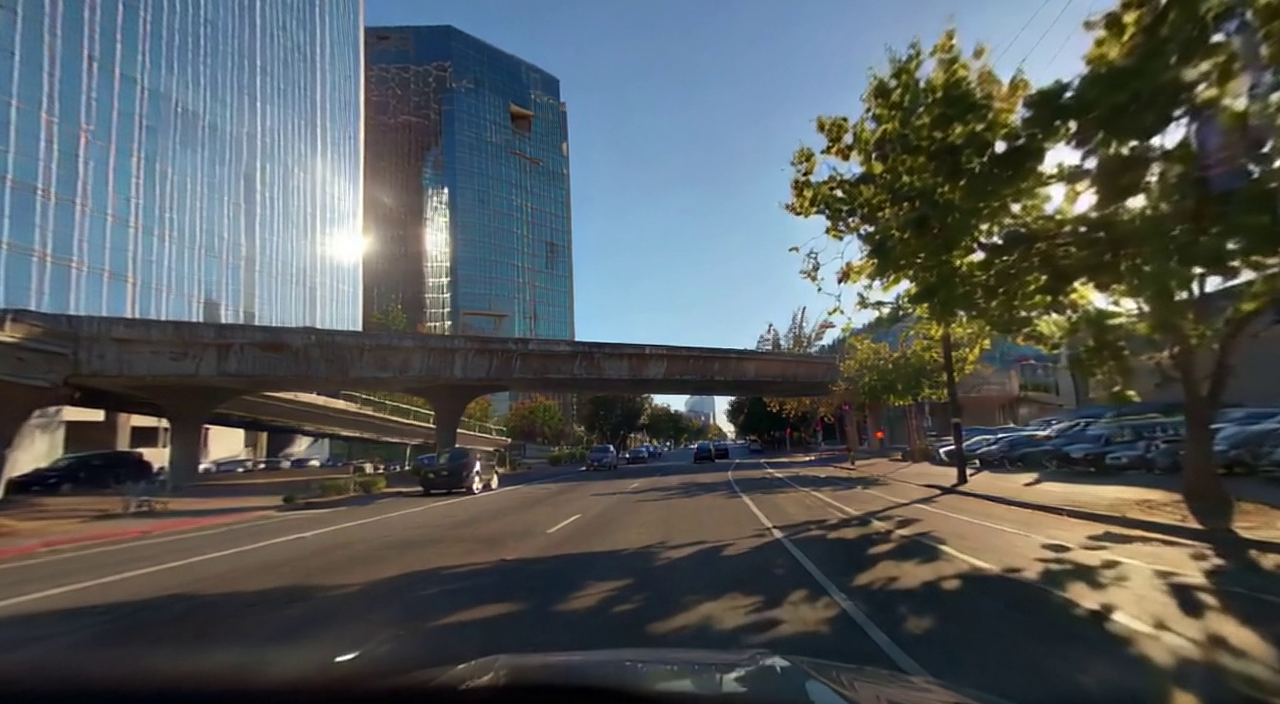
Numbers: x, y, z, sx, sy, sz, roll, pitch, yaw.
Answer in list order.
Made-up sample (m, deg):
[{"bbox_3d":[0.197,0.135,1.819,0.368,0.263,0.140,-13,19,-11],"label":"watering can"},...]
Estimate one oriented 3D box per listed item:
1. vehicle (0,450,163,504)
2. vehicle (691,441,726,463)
[{"bbox_3d":[-19.799,4.363,22.125,4.562,1.464,2.090,-4,-7,3],"label":"vehicle"},{"bbox_3d":[5.110,7.366,46.476,2.280,1.475,4.051,-2,-9,10],"label":"vehicle"}]
